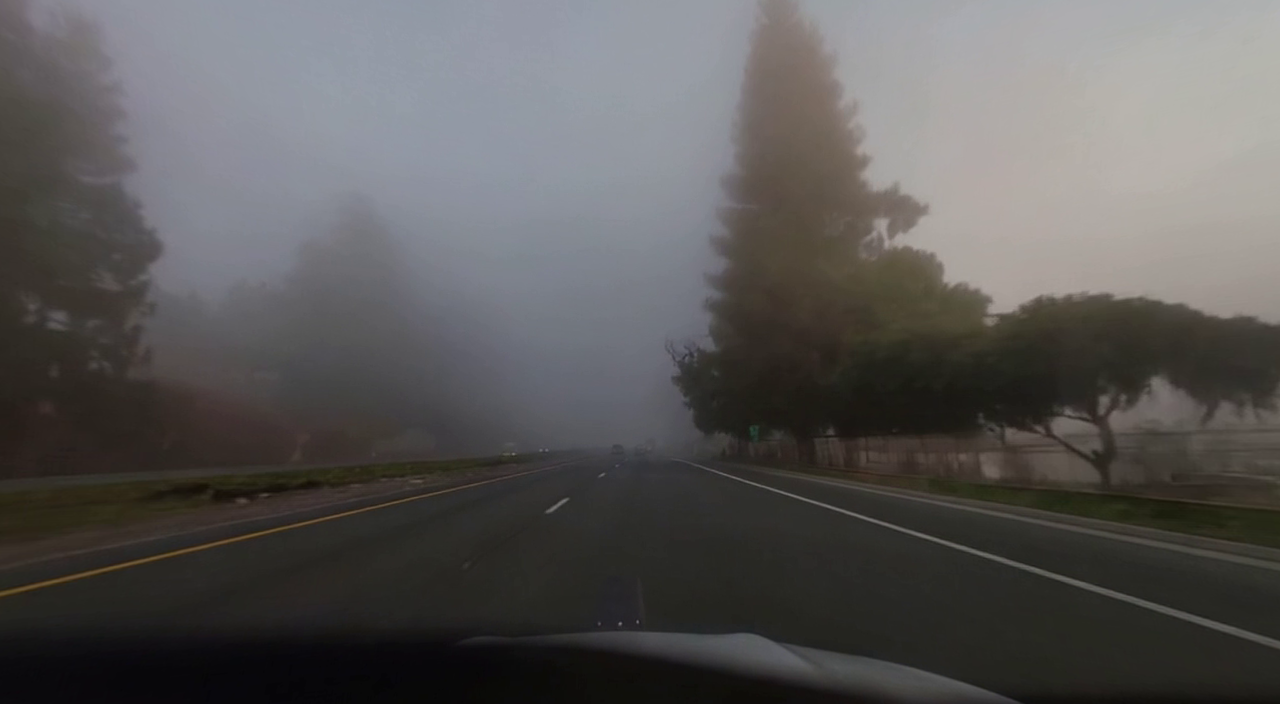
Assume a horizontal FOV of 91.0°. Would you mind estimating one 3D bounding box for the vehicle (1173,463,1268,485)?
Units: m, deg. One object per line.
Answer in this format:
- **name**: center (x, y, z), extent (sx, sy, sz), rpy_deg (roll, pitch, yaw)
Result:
- **vehicle**: center (43.308, 9.117, 47.102), extent (4.674, 1.526, 1.950), rpy_deg (-3, -9, 18)
